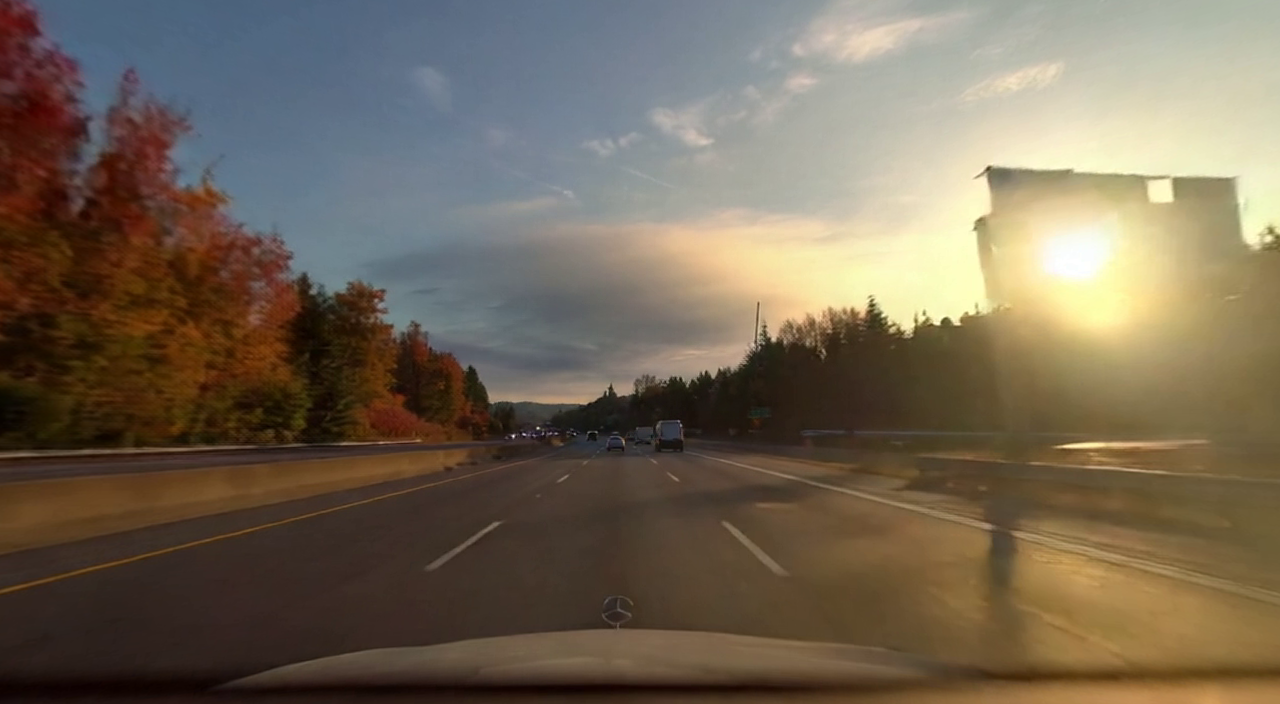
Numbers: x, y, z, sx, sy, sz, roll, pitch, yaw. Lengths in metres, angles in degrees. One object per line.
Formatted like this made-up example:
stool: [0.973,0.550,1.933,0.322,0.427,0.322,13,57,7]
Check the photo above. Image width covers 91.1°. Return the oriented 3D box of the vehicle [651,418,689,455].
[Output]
vehicle: [2.195,6.376,47.287,2.411,2.614,5.781,0,-8,-1]
